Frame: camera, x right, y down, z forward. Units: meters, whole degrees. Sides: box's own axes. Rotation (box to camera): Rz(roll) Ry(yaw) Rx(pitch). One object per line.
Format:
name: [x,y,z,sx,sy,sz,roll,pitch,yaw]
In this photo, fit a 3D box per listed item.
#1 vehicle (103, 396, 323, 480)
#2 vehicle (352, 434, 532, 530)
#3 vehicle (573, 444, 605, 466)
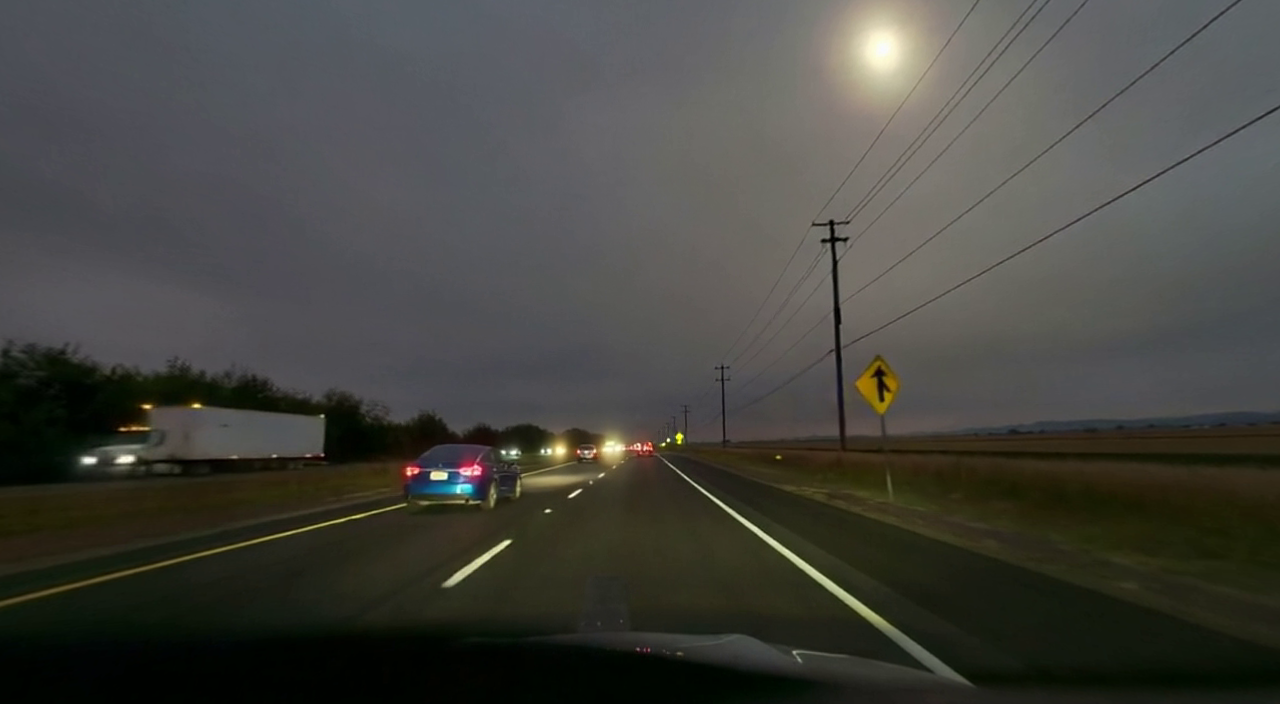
vehicle: [-25.014,5.437,38.890,2.908,4.075,15.445,0,-9,0]
vehicle: [-3.783,2.573,13.125,2.120,1.597,4.810,-1,-9,1]
vehicle: [-3.718,7.584,46.348,1.953,1.517,4.407,-1,-9,0]
